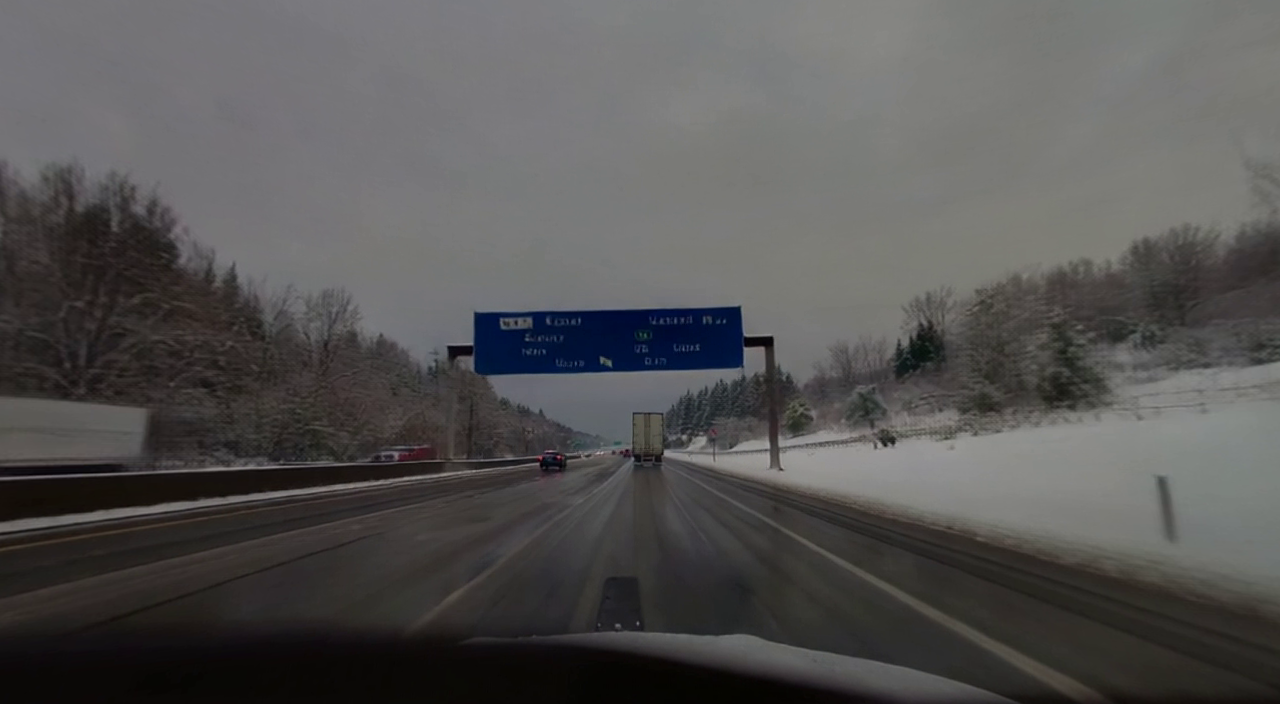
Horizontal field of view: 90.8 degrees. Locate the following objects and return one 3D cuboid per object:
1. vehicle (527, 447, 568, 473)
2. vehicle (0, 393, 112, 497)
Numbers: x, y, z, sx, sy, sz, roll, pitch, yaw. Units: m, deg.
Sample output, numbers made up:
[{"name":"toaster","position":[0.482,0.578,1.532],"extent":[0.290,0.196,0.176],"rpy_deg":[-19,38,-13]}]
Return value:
[{"name":"vehicle","position":[-6.430,7.579,44.409],"extent":[2.119,1.754,4.404],"rpy_deg":[0,-9,1]},{"name":"vehicle","position":[-23.885,3.159,21.436],"extent":[3.032,3.588,10.037],"rpy_deg":[0,-9,0]}]
